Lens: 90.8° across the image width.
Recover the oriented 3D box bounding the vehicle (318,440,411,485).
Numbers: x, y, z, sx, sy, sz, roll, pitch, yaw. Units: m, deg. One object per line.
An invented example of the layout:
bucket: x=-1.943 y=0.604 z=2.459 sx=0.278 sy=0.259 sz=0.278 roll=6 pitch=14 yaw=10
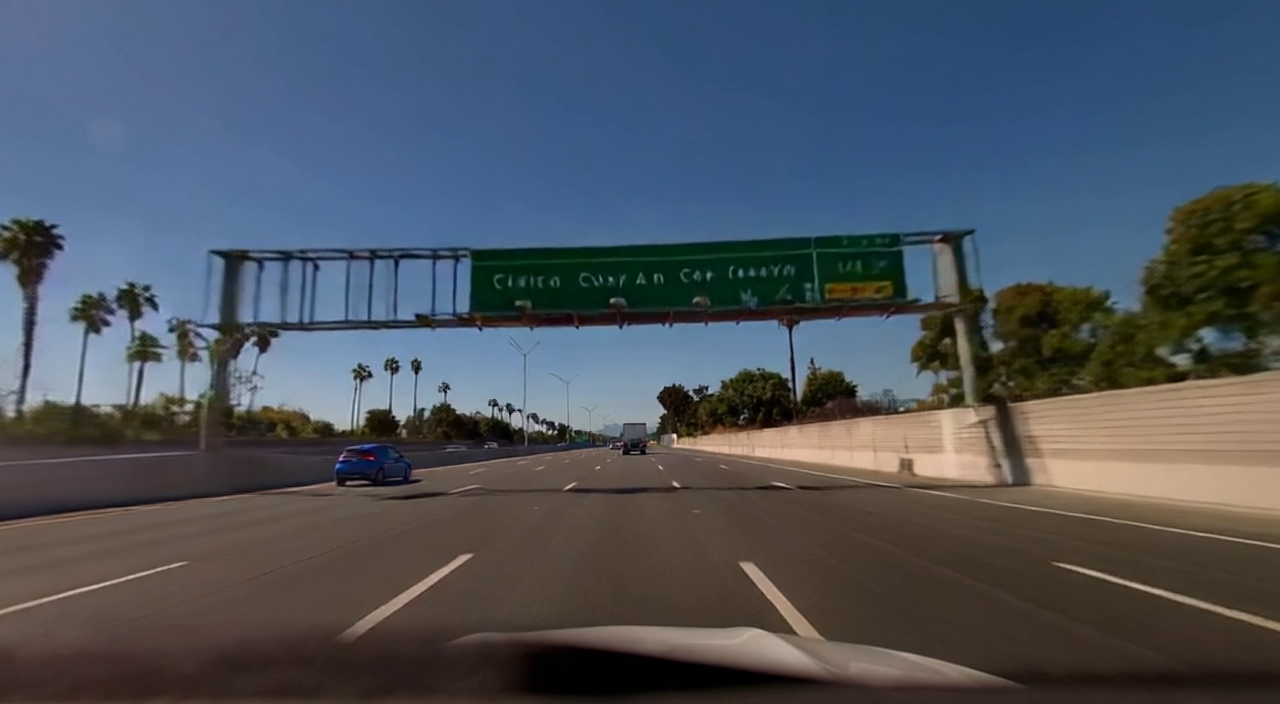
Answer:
vehicle: x=-10.978 y=4.428 z=25.565 sx=1.897 sy=1.653 sz=4.113 roll=0 pitch=-8 yaw=0
